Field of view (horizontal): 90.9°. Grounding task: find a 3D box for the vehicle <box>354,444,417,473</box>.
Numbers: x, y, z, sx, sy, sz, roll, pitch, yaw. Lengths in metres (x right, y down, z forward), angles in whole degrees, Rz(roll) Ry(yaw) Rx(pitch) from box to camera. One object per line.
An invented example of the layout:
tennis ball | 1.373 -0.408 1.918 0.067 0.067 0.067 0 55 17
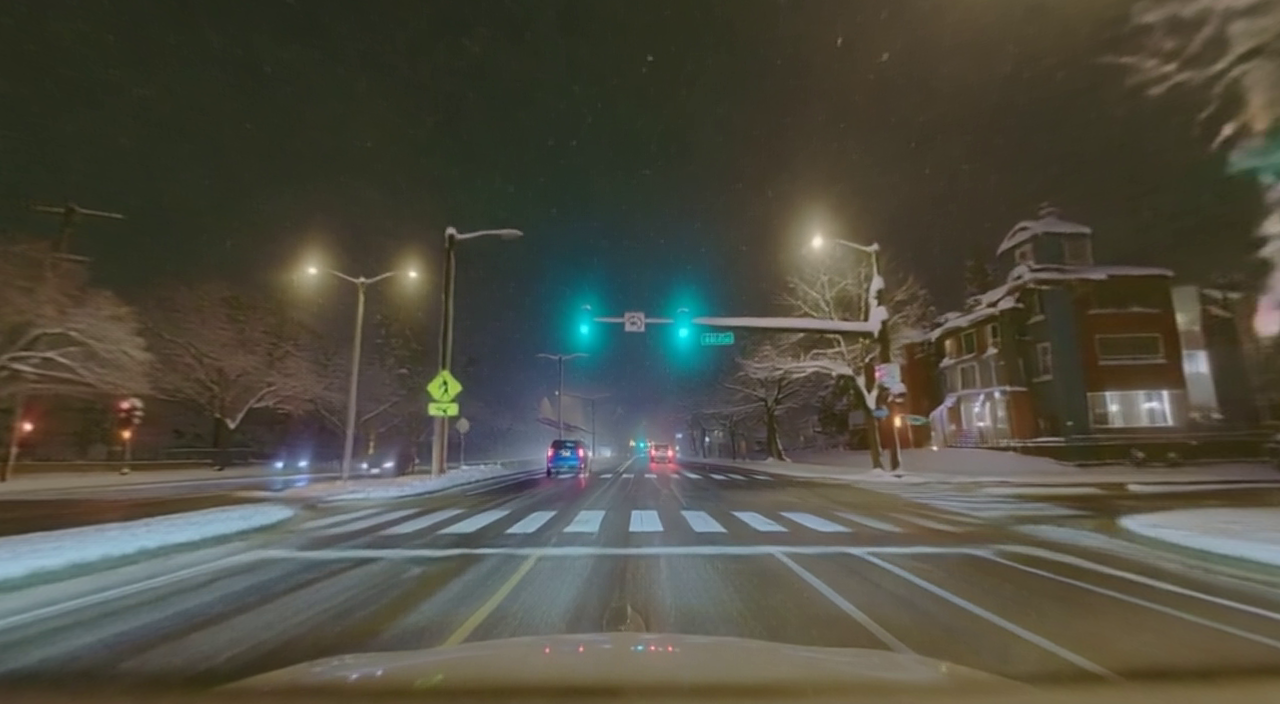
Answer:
vehicle | -15.428 6.451 38.427 1.990 1.650 4.283 -1 -8 1

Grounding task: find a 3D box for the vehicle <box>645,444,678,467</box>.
vehicle | 1.455 7.219 44.250 2.075 1.480 3.920 0 -8 -1

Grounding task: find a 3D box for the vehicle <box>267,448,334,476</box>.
vehicle | -22.648 7.312 42.240 1.967 1.675 4.436 -1 -8 1

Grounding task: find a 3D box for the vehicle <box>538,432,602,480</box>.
vehicle | -2.872 4.385 26.899 2.150 1.812 4.423 -1 -8 1
